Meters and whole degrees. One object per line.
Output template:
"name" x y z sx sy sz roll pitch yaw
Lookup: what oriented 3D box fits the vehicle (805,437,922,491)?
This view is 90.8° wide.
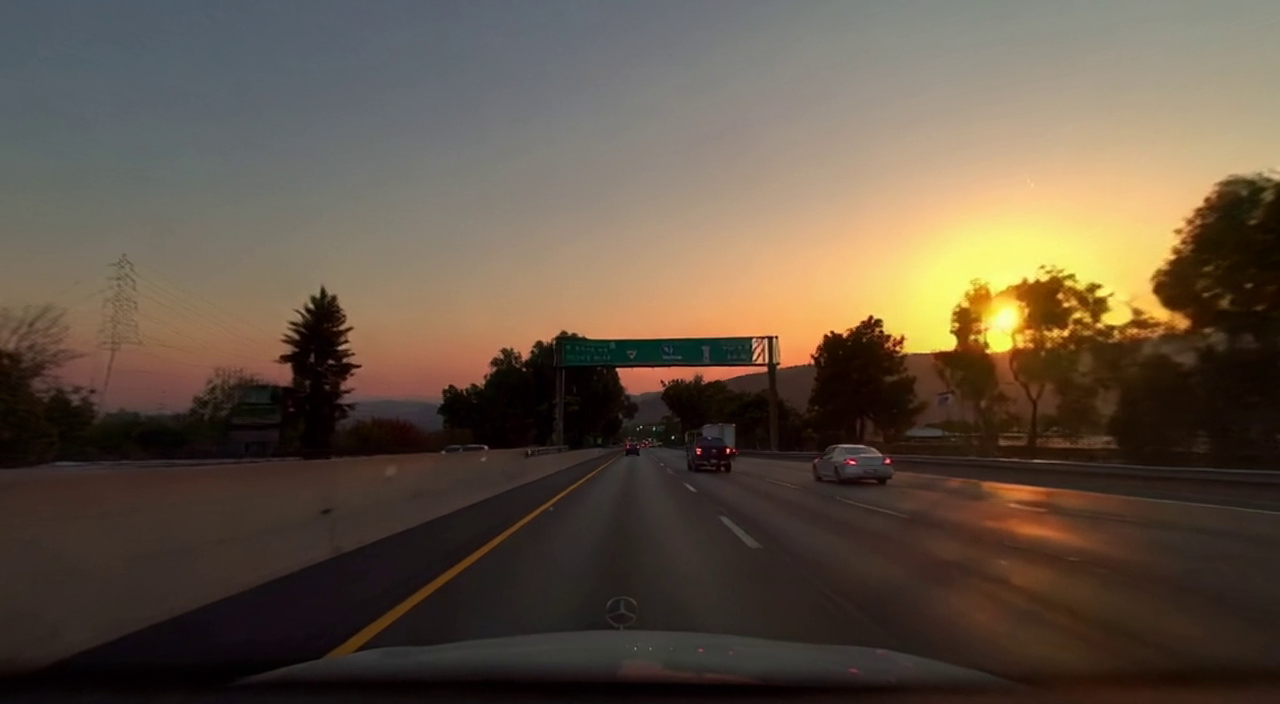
"vehicle" 6.716 3.400 19.526 2.009 1.456 4.097 0 -8 -1

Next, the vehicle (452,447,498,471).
"vehicle" -11.183 7.264 43.178 2.147 1.545 4.454 1 -8 -2

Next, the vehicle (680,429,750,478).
"vehicle" 2.959 4.193 26.212 2.258 1.824 4.908 0 -8 -1
